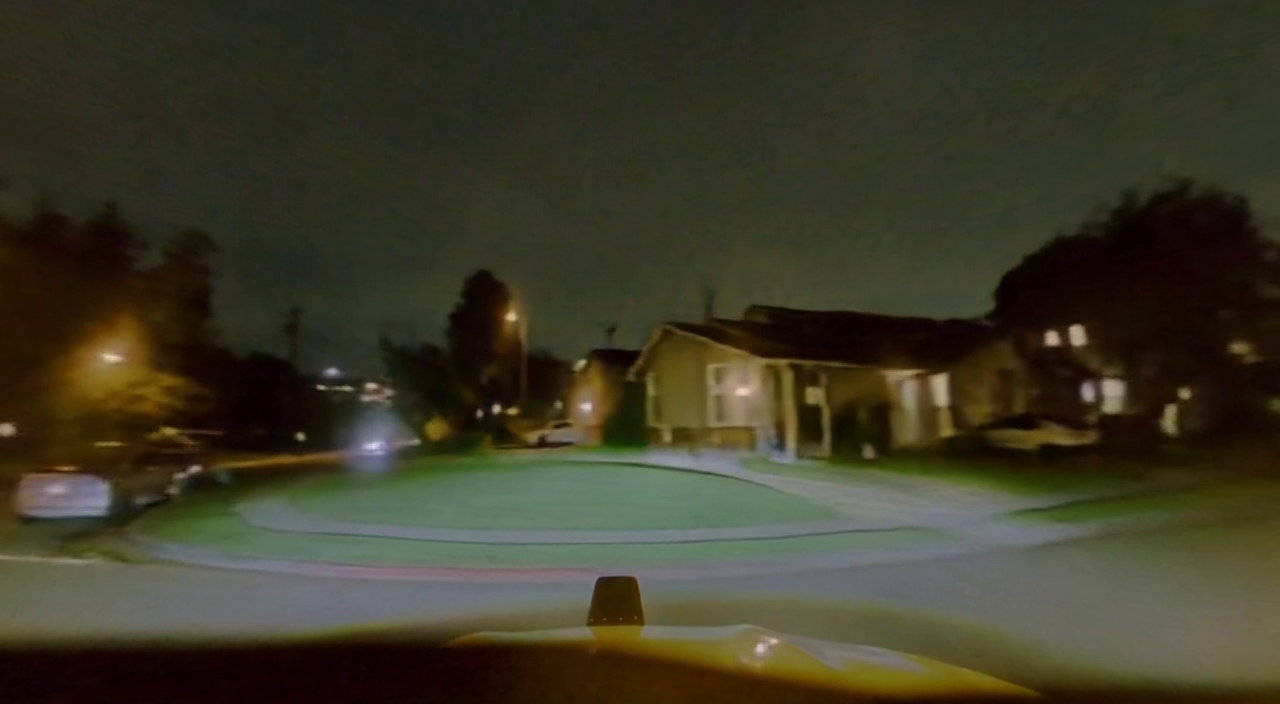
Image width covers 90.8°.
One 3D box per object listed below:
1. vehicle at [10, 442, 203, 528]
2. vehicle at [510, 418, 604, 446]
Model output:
[{"bbox_3d":[-11.116,2.710,13.635,1.969,1.493,4.681,4,-9,-26],"label":"vehicle"},{"bbox_3d":[-4.655,4.543,35.517,4.799,1.469,2.010,4,-9,-25],"label":"vehicle"}]
